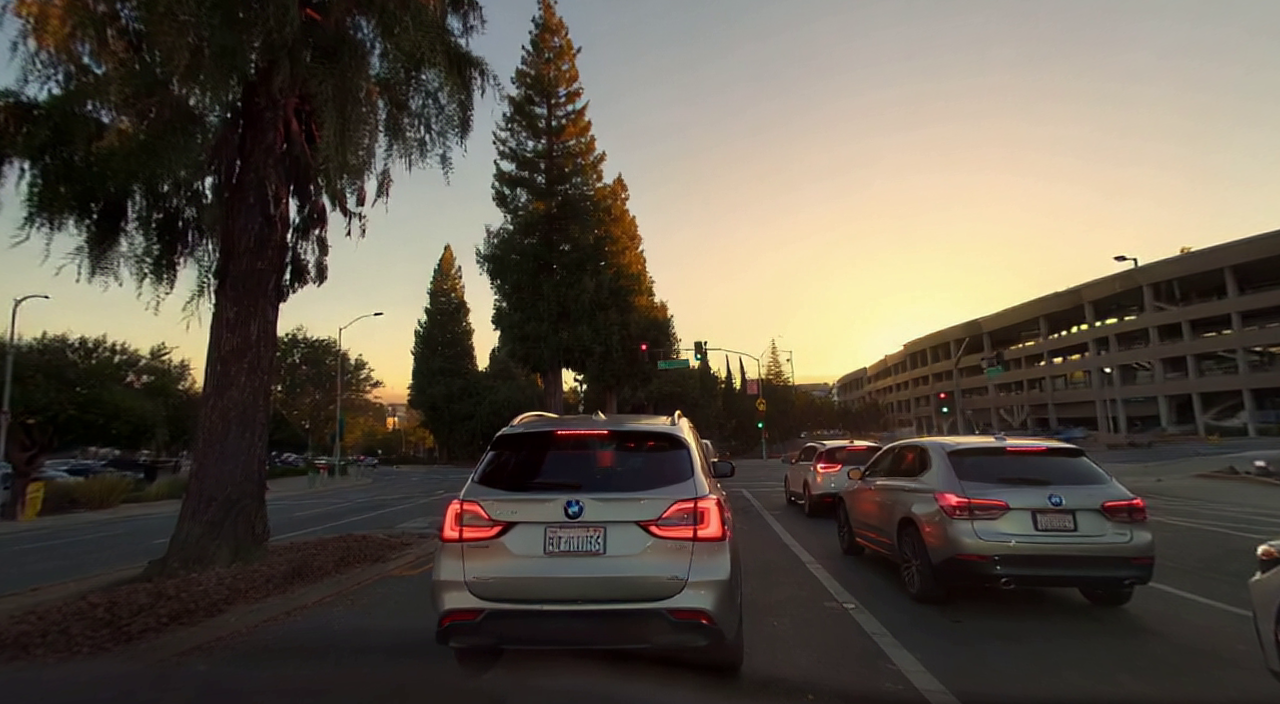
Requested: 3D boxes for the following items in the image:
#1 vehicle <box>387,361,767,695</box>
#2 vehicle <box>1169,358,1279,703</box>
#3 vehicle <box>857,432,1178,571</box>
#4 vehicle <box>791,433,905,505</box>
[{"bbox_3d":[-0.210,1.237,5.564,2.021,1.742,4.295,-1,-8,4],"label":"vehicle"},{"bbox_3d":[4.059,0.606,1.113,1.993,1.719,4.953,0,-8,1],"label":"vehicle"},{"bbox_3d":[4.884,1.963,9.166,1.963,1.480,4.553,0,-8,2],"label":"vehicle"},{"bbox_3d":[5.327,3.033,16.739,1.994,1.638,4.100,-1,-9,6],"label":"vehicle"}]
